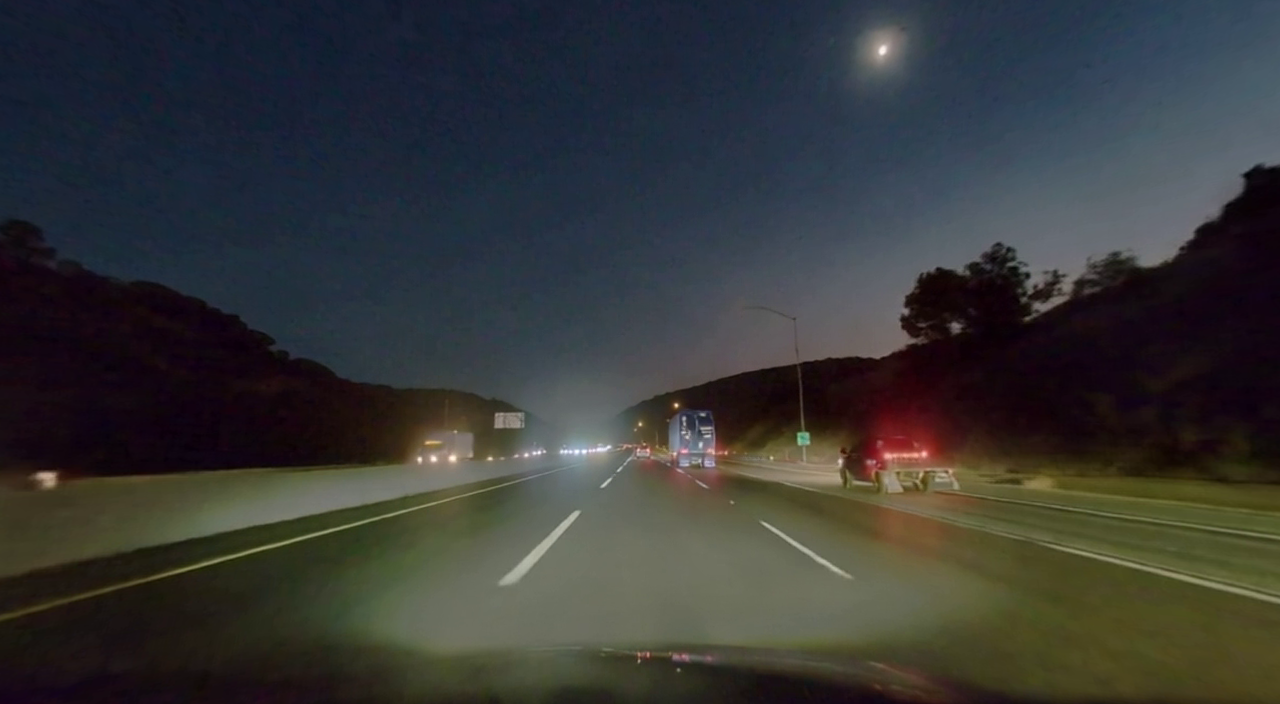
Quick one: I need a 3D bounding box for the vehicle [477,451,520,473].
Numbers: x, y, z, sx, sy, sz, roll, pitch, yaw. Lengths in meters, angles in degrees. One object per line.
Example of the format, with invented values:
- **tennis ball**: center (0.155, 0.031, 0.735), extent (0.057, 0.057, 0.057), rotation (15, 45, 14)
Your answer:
- **vehicle**: center (-10.283, 7.993, 46.085), extent (1.933, 1.504, 4.606), rotation (0, -9, 1)
